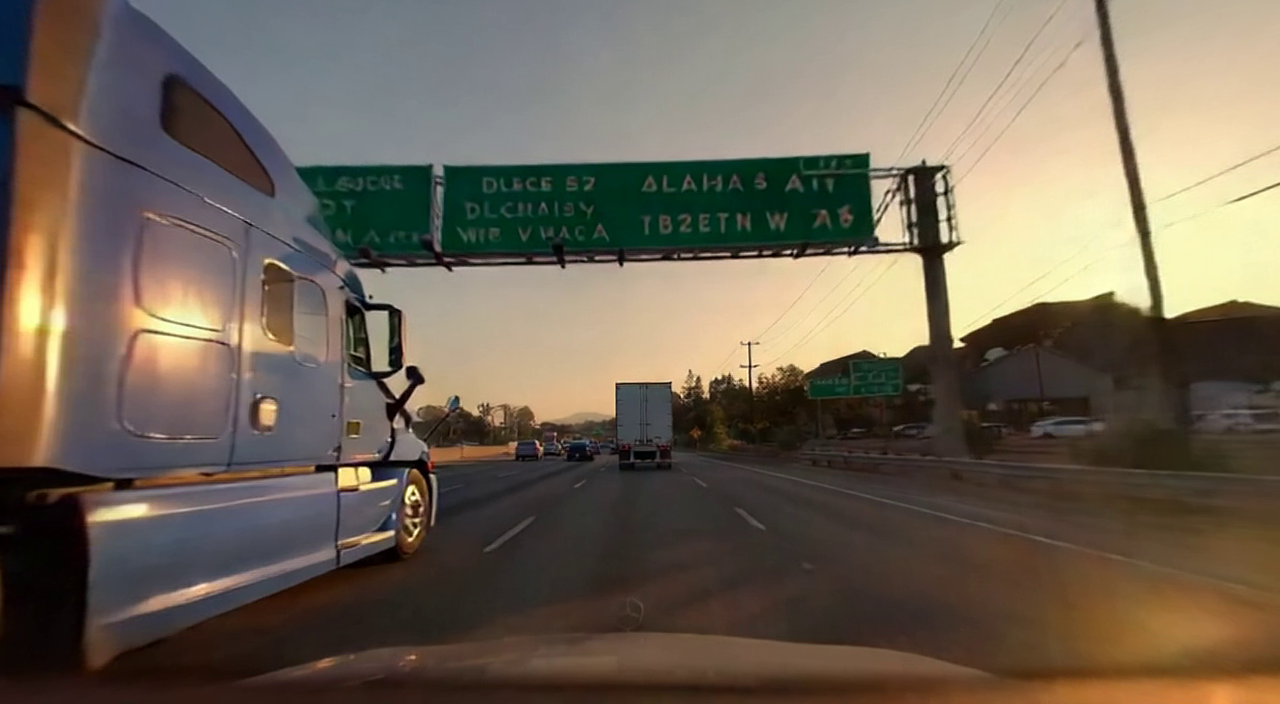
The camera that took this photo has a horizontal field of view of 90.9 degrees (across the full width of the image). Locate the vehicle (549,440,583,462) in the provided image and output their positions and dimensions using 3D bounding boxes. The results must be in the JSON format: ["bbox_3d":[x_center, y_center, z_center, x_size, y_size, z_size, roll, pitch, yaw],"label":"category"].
[{"bbox_3d":[-5.166,6.964,44.504,1.933,1.459,4.478,0,-9,-2],"label":"vehicle"}]

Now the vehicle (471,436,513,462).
[{"bbox_3d":[-10.763,7.118,46.283,1.969,1.757,4.453,0,-9,1],"label":"vehicle"}]

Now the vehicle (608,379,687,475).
[{"bbox_3d":[0.274,3.540,28.614,2.941,3.604,9.851,0,-9,0],"label":"vehicle"}]

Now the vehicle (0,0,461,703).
[{"bbox_3d":[-3.991,0.105,3.994,3.061,3.891,8.658,0,-9,0],"label":"vehicle"}]

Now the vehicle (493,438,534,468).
[{"bbox_3d":[-7.100,5.693,35.612,1.736,1.580,2.778,0,-9,0],"label":"vehicle"}]
